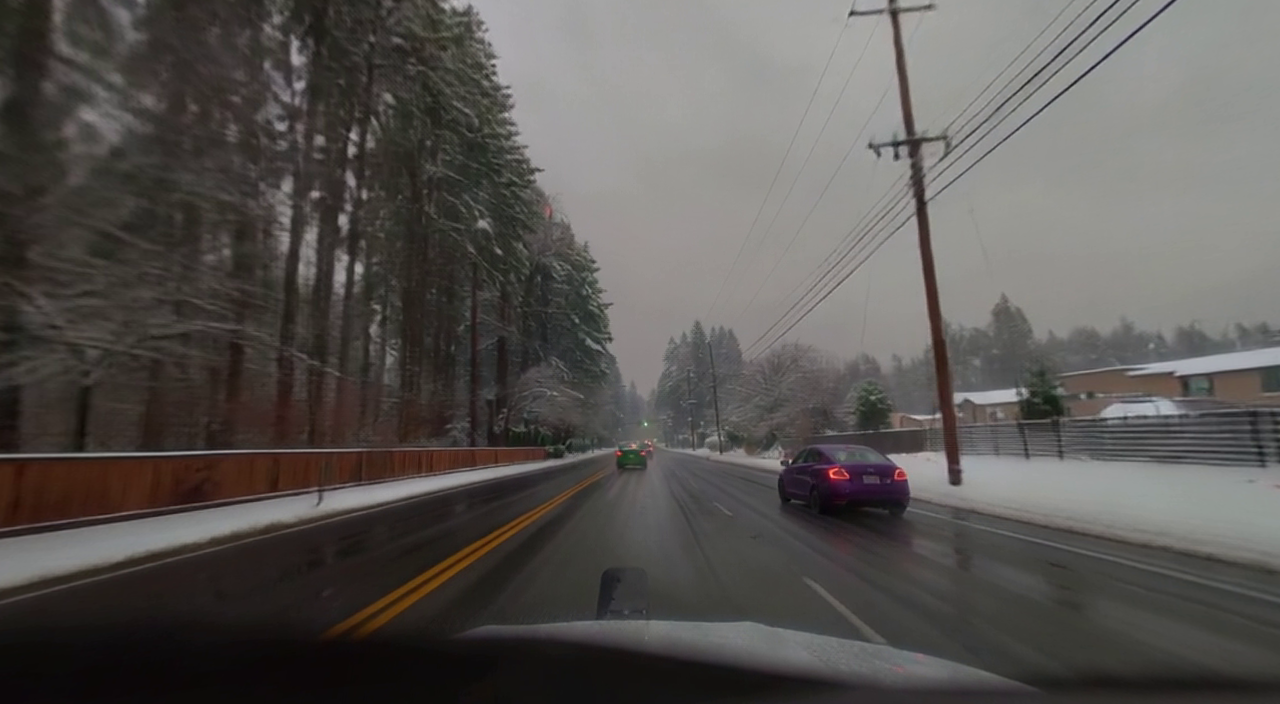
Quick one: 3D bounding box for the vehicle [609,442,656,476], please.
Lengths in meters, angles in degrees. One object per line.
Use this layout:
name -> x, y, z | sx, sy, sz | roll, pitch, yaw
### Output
vehicle -> -0.337, 5.378, 32.126 | 2.206, 1.525, 4.695 | -1, -8, 1

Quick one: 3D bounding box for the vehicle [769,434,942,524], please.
vehicle -> 4.113, 2.463, 12.956 | 1.943, 1.471, 4.515 | -1, -8, 0
